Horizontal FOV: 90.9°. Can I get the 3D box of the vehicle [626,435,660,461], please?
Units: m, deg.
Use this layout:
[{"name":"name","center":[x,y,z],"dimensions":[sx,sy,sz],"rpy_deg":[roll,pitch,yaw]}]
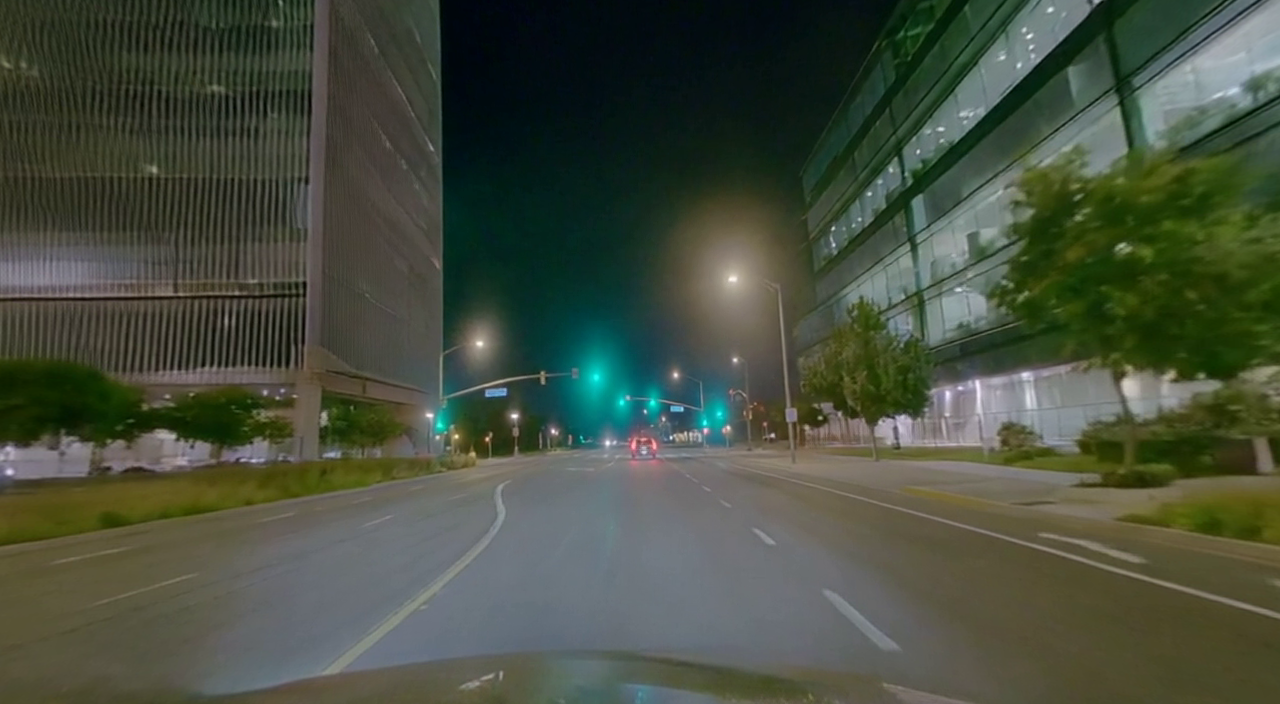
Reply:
[{"name":"vehicle","center":[0.160,6.422,42.314],"dimensions":[2.184,1.640,4.086],"rpy_deg":[0,-8,-1]}]
